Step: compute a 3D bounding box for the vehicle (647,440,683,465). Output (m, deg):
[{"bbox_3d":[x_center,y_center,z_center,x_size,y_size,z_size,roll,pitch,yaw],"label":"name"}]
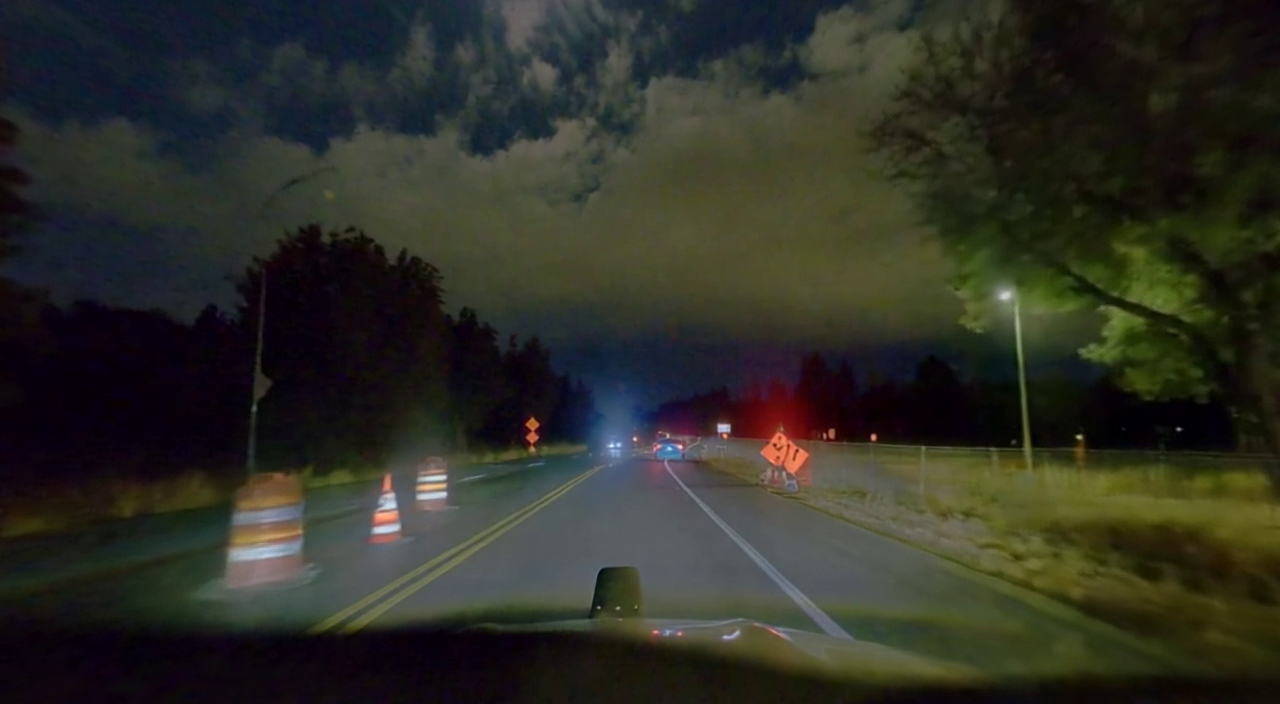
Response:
[{"bbox_3d":[1.612,6.274,39.444,2.172,1.486,3.581,-1,-9,4],"label":"vehicle"}]
